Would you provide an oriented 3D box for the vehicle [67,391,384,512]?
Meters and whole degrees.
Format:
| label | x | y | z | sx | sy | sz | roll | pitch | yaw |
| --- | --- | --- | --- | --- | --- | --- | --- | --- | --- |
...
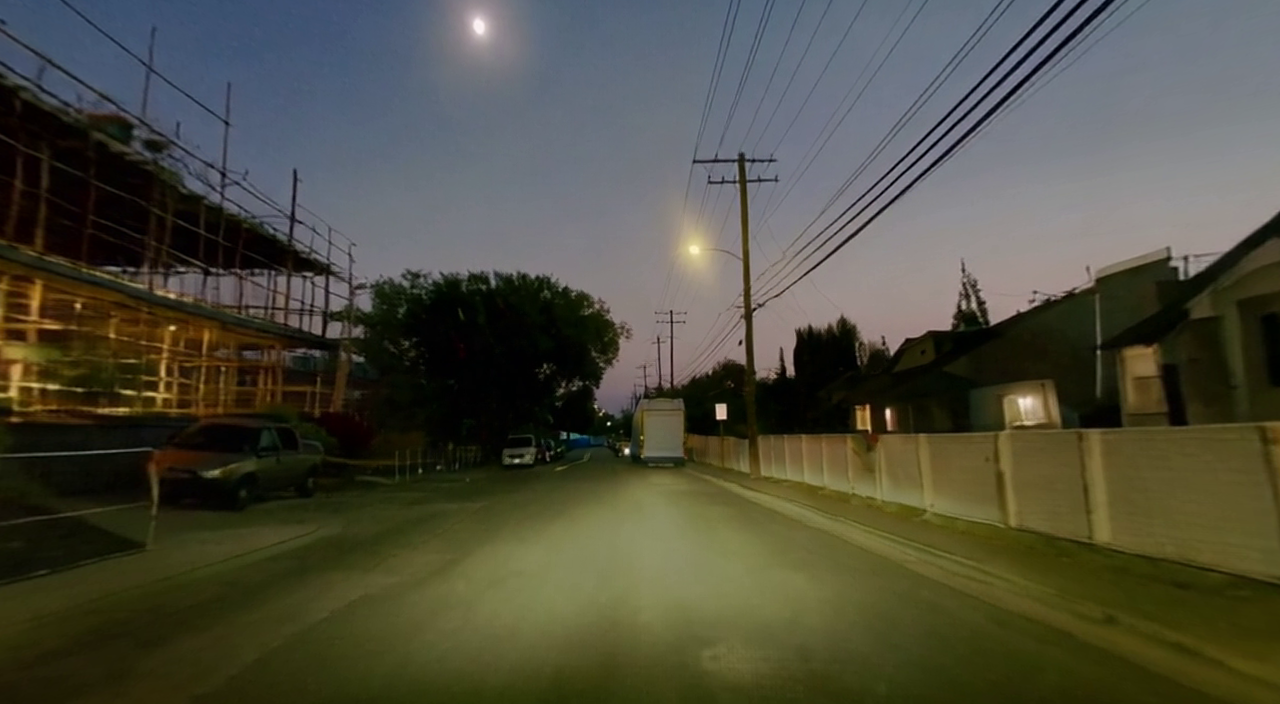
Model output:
| label | x | y | z | sx | sy | sz | roll | pitch | yaw |
| --- | --- | --- | --- | --- | --- | --- | --- | --- | --- |
| vehicle | -7.777 | 1.994 | 12.874 | 2.238 | 1.895 | 5.648 | -1 | -8 | 5 |

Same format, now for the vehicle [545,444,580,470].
| label | x | y | z | sx | sy | sz | roll | pitch | yaw |
| --- | --- | --- | --- | --- | --- | --- | --- | --- | --- |
| vehicle | -6.066 | 8.231 | 49.747 | 2.257 | 1.916 | 5.089 | 0 | -8 | -2 |

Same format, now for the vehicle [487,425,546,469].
| label | x | y | z | sx | sy | sz | roll | pitch | yaw |
| --- | --- | --- | --- | --- | --- | --- | --- | --- | --- |
| vehicle | -6.382 | 4.887 | 32.994 | 2.171 | 1.910 | 4.789 | -1 | -4 | 0 |

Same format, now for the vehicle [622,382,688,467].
| label | x | y | z | sx | sy | sz | roll | pitch | yaw |
| --- | --- | --- | --- | --- | --- | --- | --- | --- | --- |
| vehicle | 0.658 | 4.104 | 33.928 | 2.915 | 3.793 | 9.963 | 2 | -9 | 0 |
